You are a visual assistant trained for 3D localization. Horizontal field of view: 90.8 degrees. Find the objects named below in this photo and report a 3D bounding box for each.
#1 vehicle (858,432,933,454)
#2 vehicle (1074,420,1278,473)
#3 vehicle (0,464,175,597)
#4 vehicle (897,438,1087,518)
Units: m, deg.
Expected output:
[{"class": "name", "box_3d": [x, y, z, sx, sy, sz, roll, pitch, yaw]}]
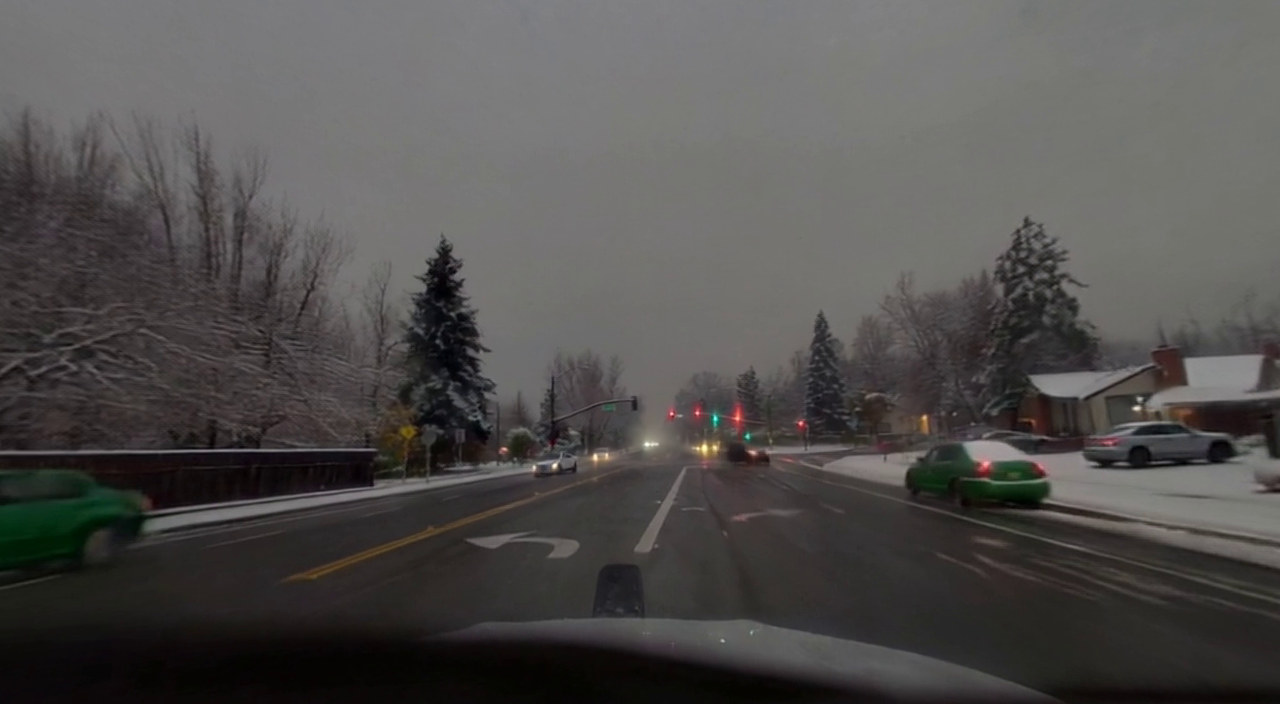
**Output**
[{"class": "vehicle", "box_3d": [18.896, 6.751, 46.875, 4.702, 1.595, 1.986, -1, -9, 5]}, {"class": "vehicle", "box_3d": [15.904, 2.838, 18.988, 4.164, 1.470, 1.921, -1, -9, 7]}, {"class": "vehicle", "box_3d": [-8.670, 2.136, 7.425, 2.067, 1.491, 4.807, -2, -9, 16]}, {"class": "vehicle", "box_3d": [7.412, 2.664, 13.922, 1.917, 1.440, 4.335, 0, -9, 4]}]
